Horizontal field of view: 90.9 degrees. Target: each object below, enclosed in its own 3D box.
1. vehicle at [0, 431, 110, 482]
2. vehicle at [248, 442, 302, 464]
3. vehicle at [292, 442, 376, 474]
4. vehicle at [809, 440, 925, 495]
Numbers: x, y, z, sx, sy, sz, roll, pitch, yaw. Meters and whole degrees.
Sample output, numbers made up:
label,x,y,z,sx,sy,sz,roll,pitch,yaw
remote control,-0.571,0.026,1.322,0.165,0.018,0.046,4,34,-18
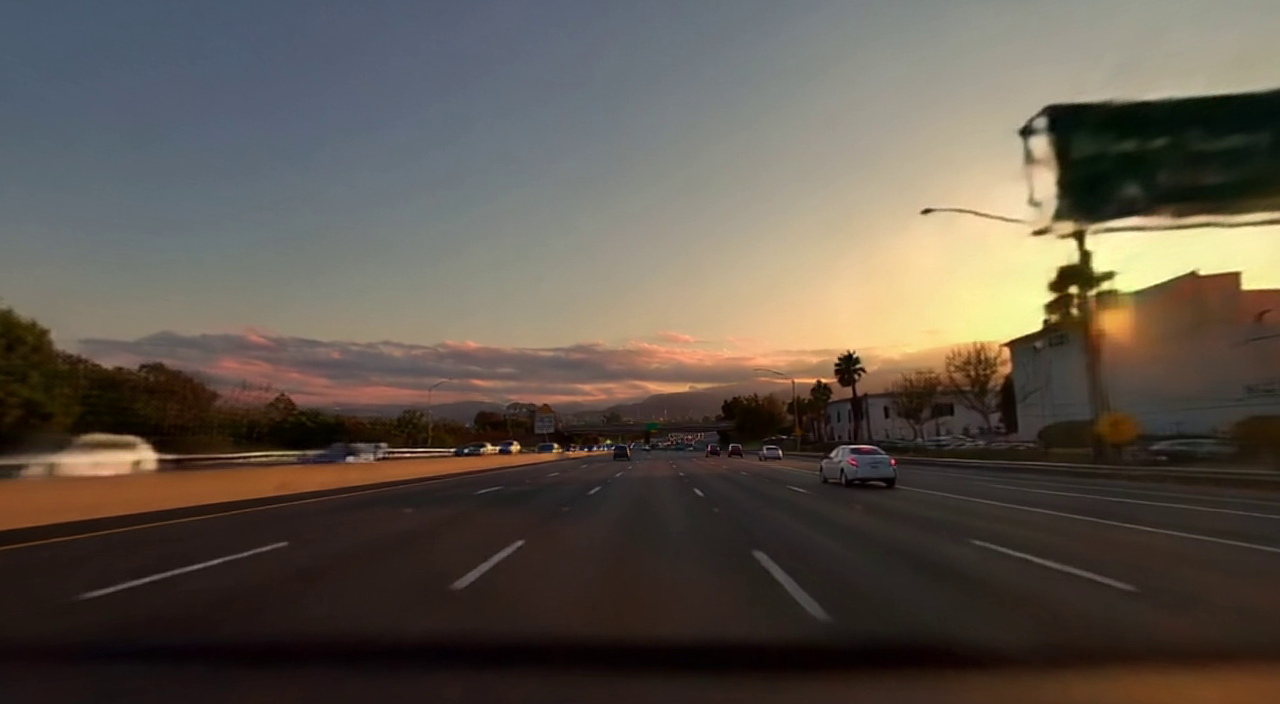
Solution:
label,x,y,z,sx,sy,sz,roll,pitch,yaw
vehicle,-22.180,3.739,22.675,2.007,1.687,4.700,0,-8,2
vehicle,-28.400,7.862,49.230,1.760,1.564,3.931,-1,-8,2
vehicle,-15.109,5.245,31.411,1.789,1.486,4.434,-1,-8,3
vehicle,7.177,3.686,20.575,2.071,1.543,4.702,0,-8,1
